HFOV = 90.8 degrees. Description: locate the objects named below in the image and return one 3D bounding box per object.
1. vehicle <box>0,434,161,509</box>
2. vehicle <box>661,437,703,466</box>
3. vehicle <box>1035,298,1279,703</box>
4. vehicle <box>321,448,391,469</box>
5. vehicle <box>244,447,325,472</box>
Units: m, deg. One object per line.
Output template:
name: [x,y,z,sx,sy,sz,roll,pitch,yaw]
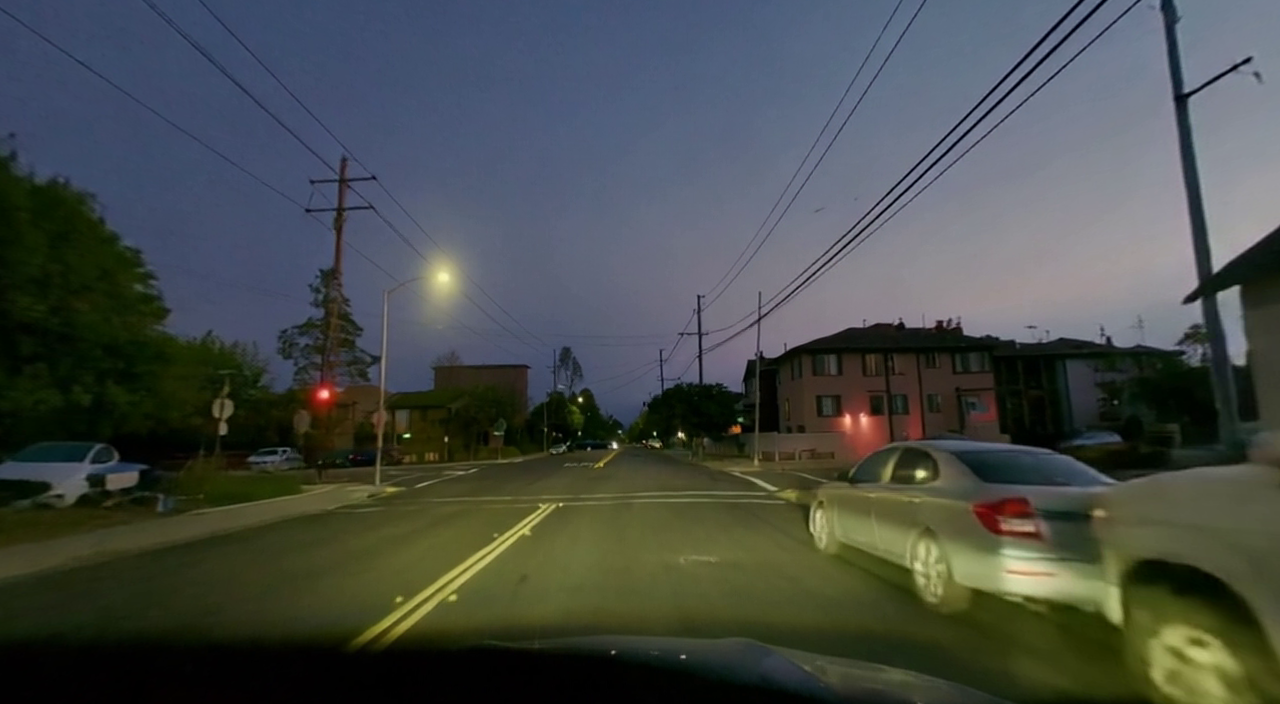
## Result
vehicle: [-16.820,3.403,18.076,4.822,1.868,2.015,3,-10,-38]
vehicle: [2.402,5.789,36.806,1.999,1.604,4.065,0,-9,-2]
vehicle: [3.179,0.545,0.841,2.146,1.781,4.634,0,-9,-2]
vehicle: [-22.013,8.234,49.080,1.797,1.446,4.694,-4,-9,30]
vehicle: [-25.042,7.597,44.654,1.814,1.462,4.703,-8,-10,30]
